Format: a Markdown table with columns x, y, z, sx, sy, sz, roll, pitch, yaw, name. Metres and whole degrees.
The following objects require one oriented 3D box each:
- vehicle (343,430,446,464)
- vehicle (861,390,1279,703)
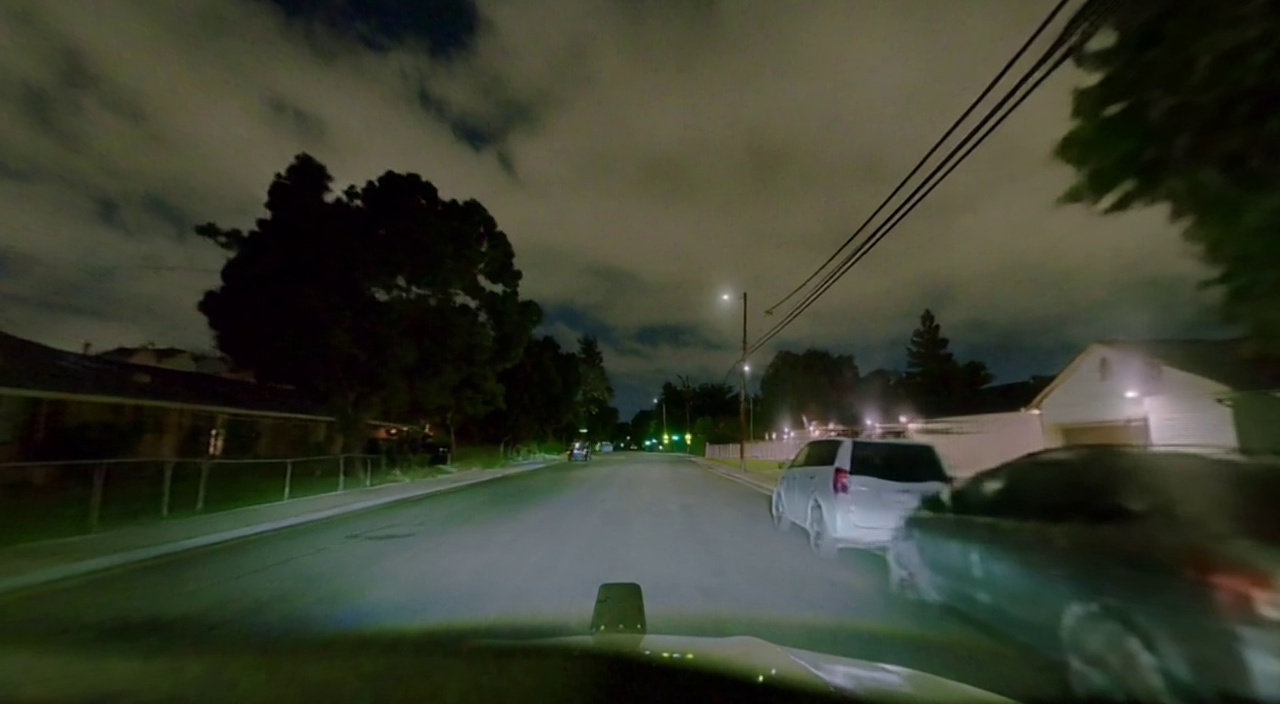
| x | y | z | sx | sy | sz | roll | pitch | yaw | name |
| --- | --- | --- | --- | --- | --- | --- | --- | --- | --- |
| -13.884 | 5.428 | 35.795 | 4.928 | 1.844 | 2.163 | 0 | -9 | -3 | vehicle |
| 3.077 | 1.207 | 3.802 | 1.976 | 1.552 | 4.442 | 1 | -9 | 2 | vehicle |
